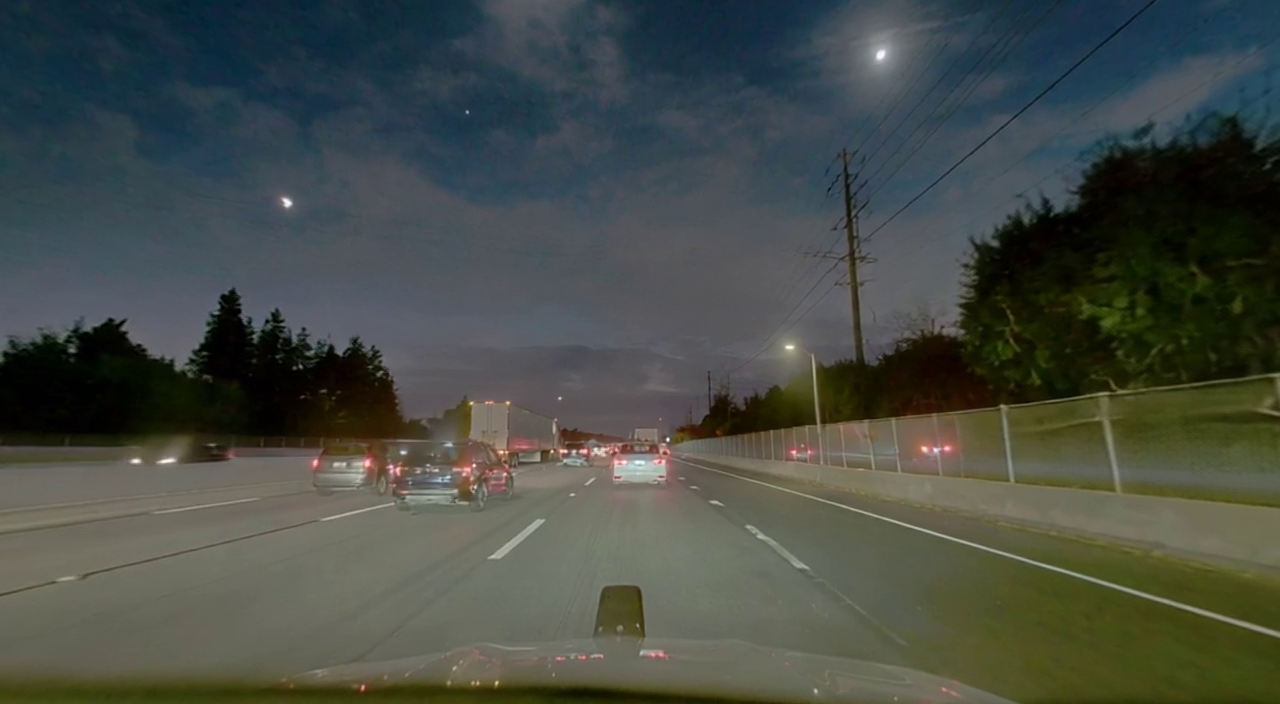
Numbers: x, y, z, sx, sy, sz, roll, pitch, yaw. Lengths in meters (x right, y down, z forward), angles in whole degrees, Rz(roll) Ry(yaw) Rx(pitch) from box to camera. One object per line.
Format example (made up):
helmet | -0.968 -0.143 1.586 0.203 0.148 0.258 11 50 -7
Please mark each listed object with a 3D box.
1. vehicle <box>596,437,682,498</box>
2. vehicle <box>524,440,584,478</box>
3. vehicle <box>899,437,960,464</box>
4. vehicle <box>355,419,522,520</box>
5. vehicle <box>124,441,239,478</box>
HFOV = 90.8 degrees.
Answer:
vehicle | -0.045 3.135 17.465 2.089 1.477 3.818 0 -8 -1
vehicle | -3.588 4.537 27.113 1.870 1.485 4.304 0 -8 1
vehicle | 18.240 6.222 40.026 1.936 1.591 4.362 0 -8 2
vehicle | -3.853 2.326 12.987 1.923 1.716 4.289 0 -9 1
vehicle | -19.933 4.682 27.746 1.817 1.490 4.336 0 -8 0
